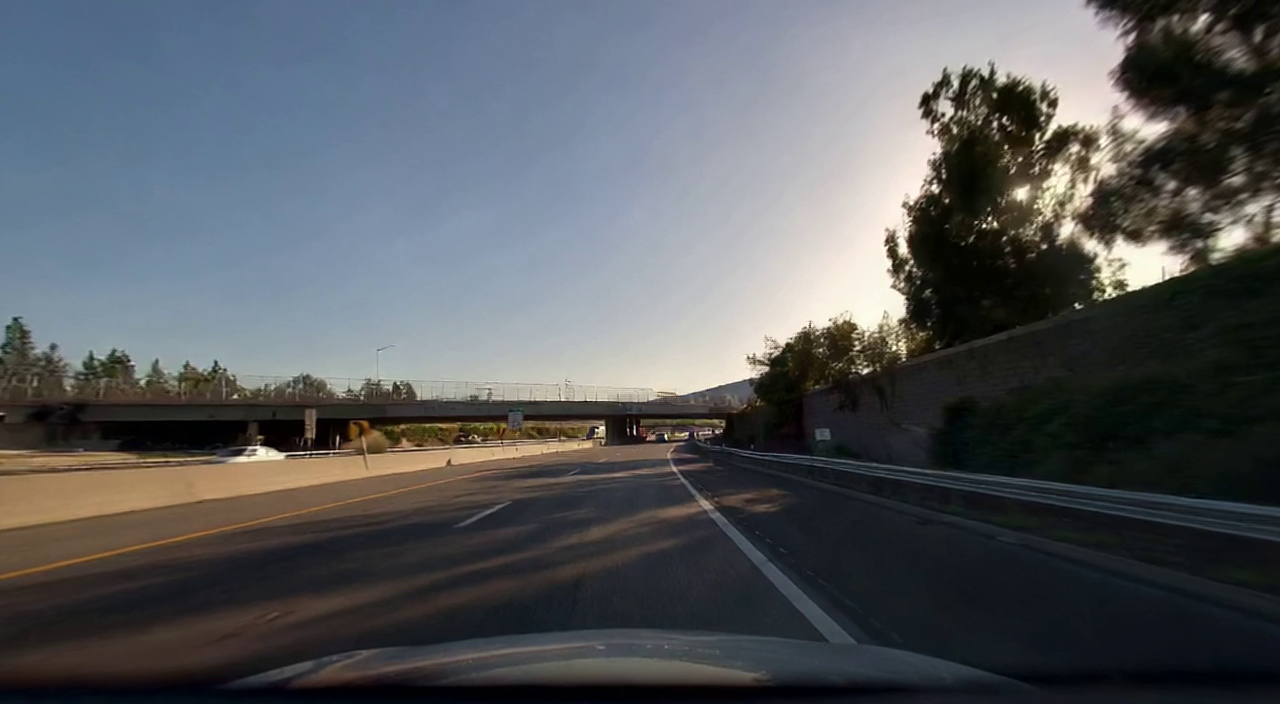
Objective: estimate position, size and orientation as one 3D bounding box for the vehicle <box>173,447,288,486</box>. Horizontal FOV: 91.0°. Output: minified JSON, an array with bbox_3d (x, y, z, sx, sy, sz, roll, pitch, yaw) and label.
[{"bbox_3d":[-16.729,4.652,26.010,1.778,1.420,4.352,0,-8,0],"label":"vehicle"}]
